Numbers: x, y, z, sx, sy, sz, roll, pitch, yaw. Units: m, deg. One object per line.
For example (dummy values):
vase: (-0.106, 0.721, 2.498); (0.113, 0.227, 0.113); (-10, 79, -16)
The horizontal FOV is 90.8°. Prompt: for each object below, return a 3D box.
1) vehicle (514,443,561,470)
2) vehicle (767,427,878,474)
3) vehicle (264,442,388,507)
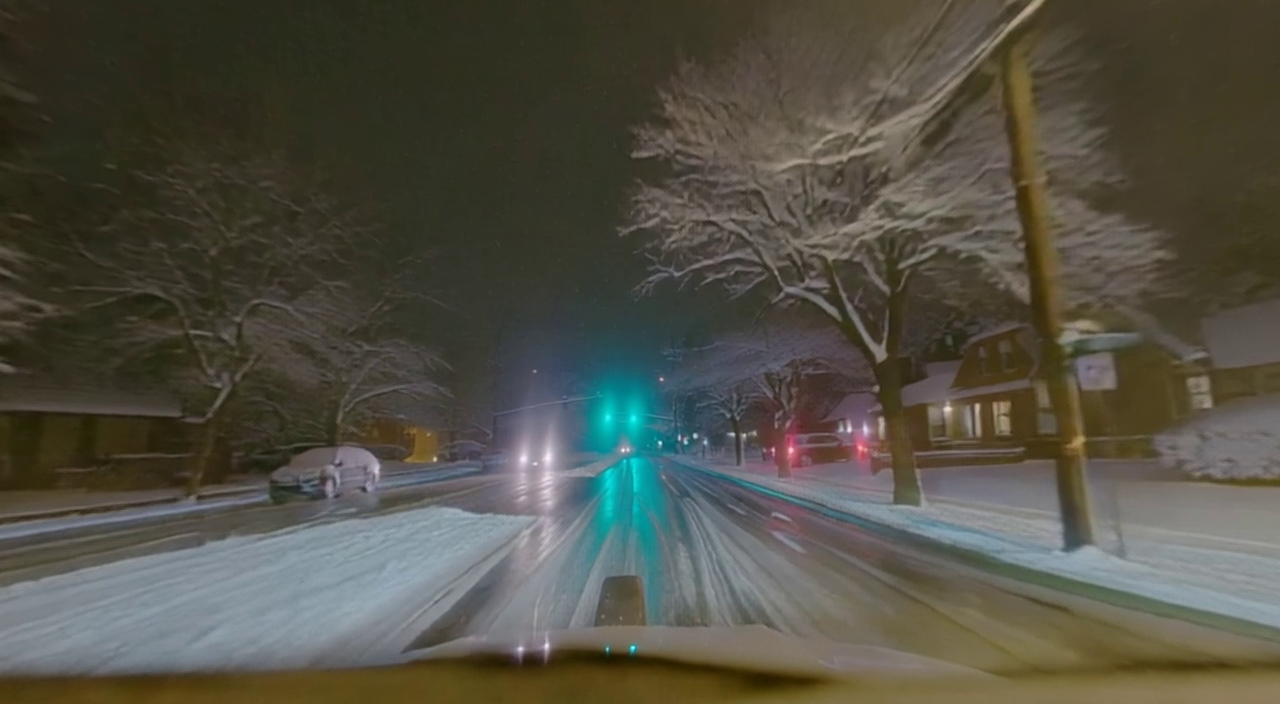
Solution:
vehicle: (-6.731, 6.879, 41.955); (2.142, 1.611, 4.890); (-2, -9, 2)
vehicle: (9.541, 5.051, 32.922); (5.565, 2.036, 1.907); (0, -6, -26)
vehicle: (-11.412, 4.421, 23.418); (2.024, 1.795, 5.054); (-9, -8, -3)
